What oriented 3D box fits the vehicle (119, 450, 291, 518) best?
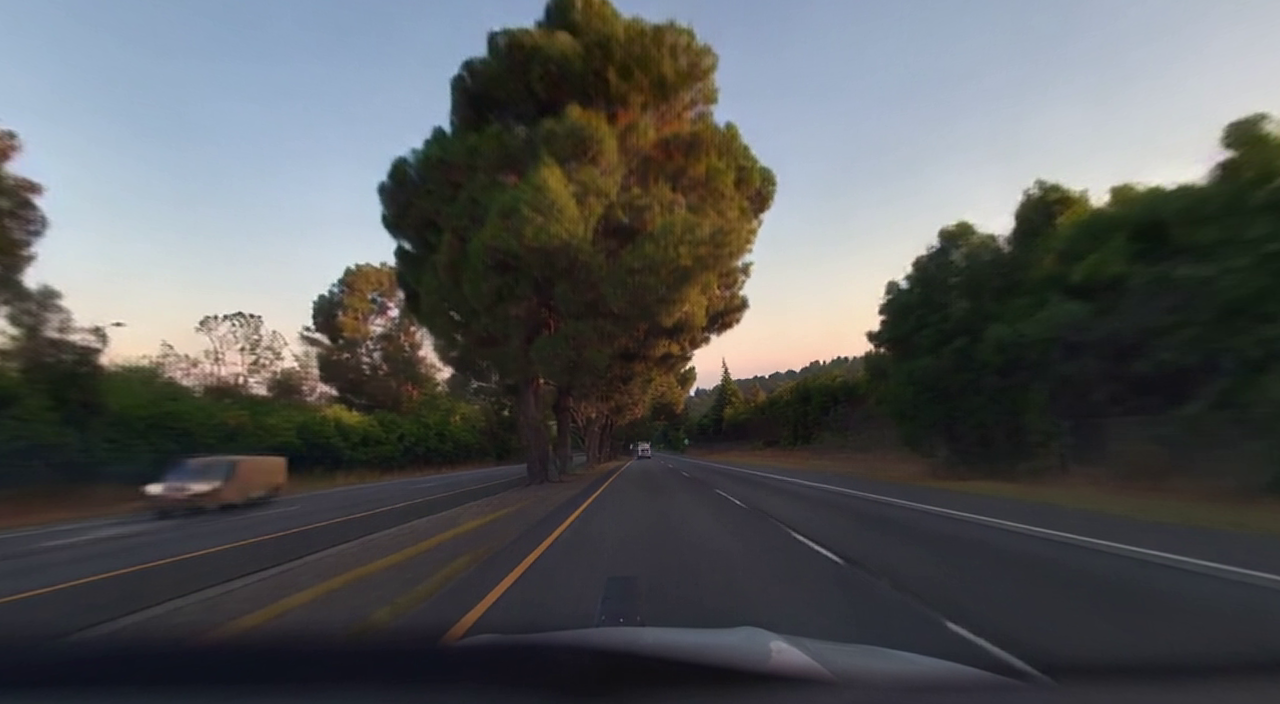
[{"bbox_3d":[-14.005,4.222,20.810,2.127,1.936,4.888,0,-9,0],"label":"vehicle"}]
